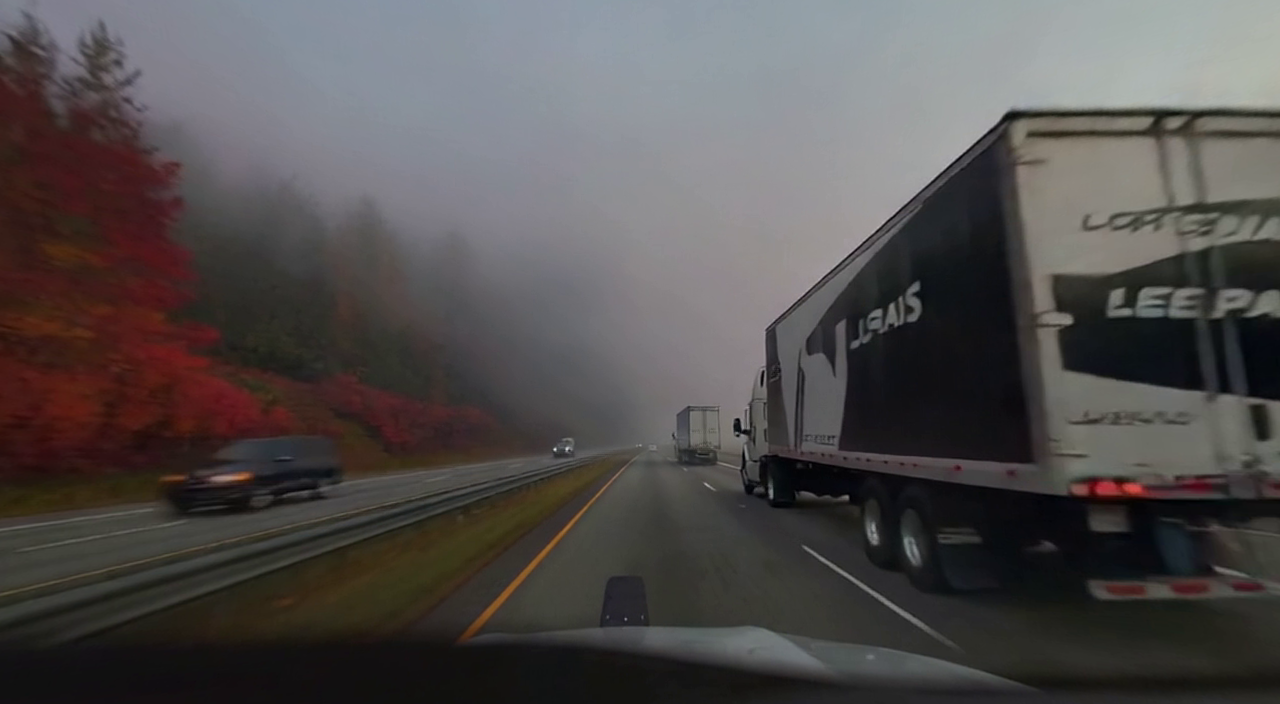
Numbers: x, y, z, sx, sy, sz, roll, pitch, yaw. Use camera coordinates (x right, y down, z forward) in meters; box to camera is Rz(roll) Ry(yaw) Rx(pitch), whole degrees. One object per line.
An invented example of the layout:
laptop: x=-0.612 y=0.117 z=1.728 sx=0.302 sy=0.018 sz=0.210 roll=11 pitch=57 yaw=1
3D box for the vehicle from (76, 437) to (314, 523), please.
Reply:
vehicle: x=-10.081 y=2.886 z=14.871 sx=2.019 sy=1.697 sz=4.634 roll=-1 pitch=-8 yaw=3

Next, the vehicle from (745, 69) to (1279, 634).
vehicle: x=4.443 y=0.854 z=11.177 sx=2.864 sy=3.962 sz=13.768 roll=0 pitch=-8 yaw=0
